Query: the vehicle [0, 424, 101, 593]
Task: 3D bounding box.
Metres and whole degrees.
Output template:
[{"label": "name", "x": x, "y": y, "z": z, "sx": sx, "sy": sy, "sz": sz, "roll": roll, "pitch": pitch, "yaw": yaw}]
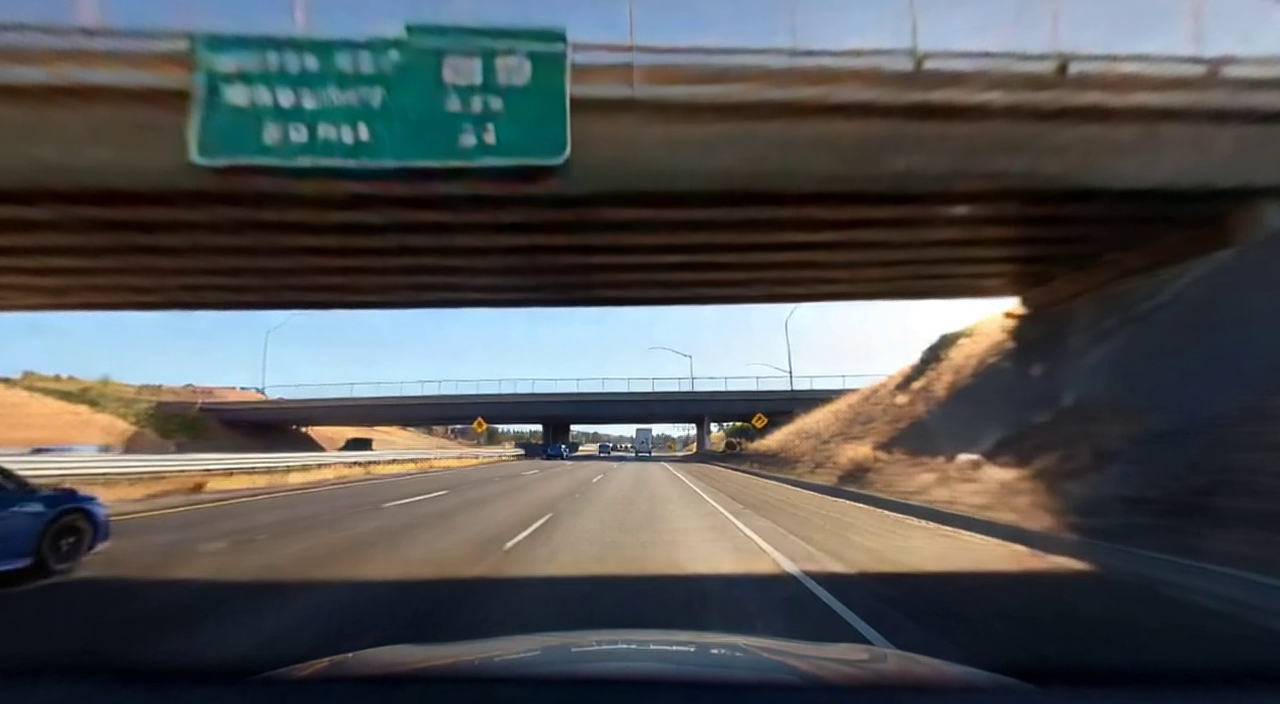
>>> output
[{"label": "vehicle", "x": -6.935, "y": 1.245, "z": 4.474, "sx": 2.096, "sy": 1.541, "sz": 4.610, "roll": 0, "pitch": -8, "yaw": 0}]
